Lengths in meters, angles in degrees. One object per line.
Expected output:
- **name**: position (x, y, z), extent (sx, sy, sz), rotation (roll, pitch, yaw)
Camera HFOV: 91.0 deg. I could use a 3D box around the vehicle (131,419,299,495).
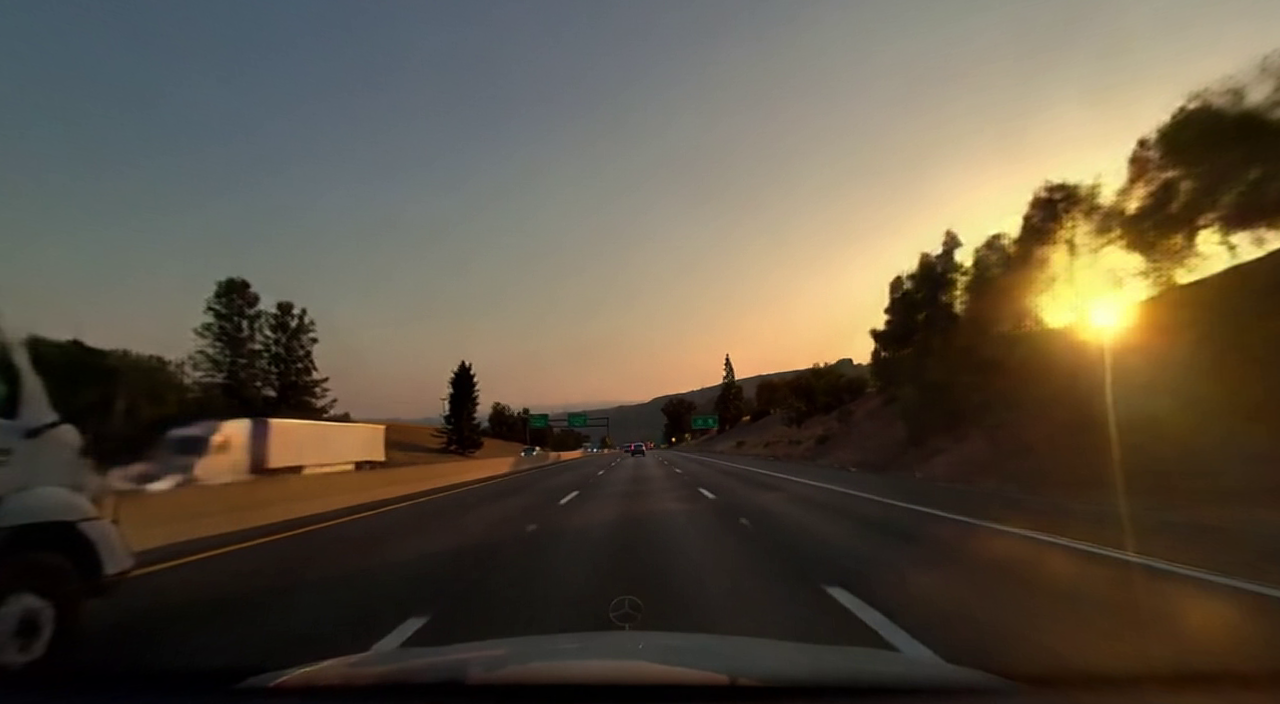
- **vehicle**: position (-18.741, 4.665, 28.451), extent (2.651, 3.017, 6.875), rotation (0, -8, 1)
